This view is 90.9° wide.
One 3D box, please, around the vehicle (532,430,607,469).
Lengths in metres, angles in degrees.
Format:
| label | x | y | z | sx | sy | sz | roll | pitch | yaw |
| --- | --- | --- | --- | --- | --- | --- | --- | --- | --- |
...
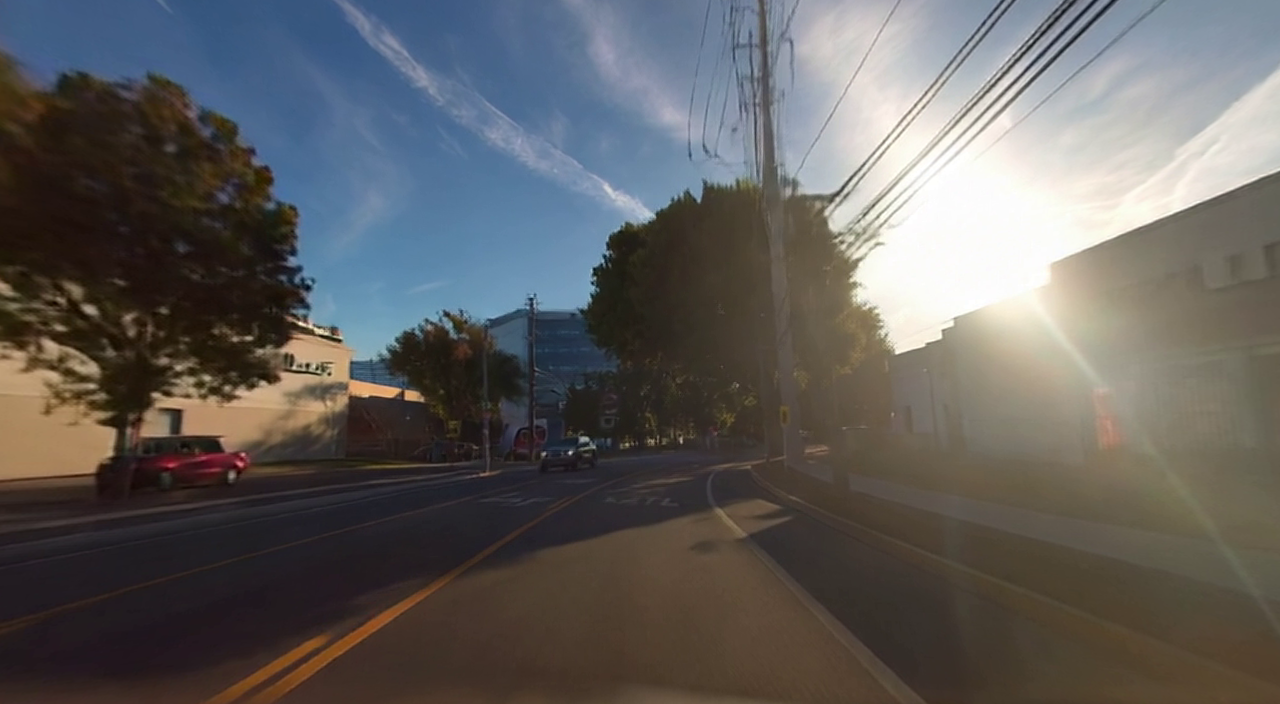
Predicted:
| label | x | y | z | sx | sy | sz | roll | pitch | yaw |
| --- | --- | --- | --- | --- | --- | --- | --- | --- | --- |
| vehicle | -3.787 | 5.394 | 35.041 | 2.490 | 1.961 | 5.553 | -2 | -8 | 12 |

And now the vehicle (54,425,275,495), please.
| label | x | y | z | sx | sy | sz | roll | pitch | yaw |
| --- | --- | --- | --- | --- | --- | --- | --- | --- | --- |
| vehicle | -16.447 | 3.848 | 22.547 | 2.502 | 2.113 | 6.488 | -1 | -10 | 4 |

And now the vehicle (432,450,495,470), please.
| label | x | y | z | sx | sy | sz | roll | pitch | yaw |
| --- | --- | --- | --- | --- | --- | --- | --- | --- | --- |
| vehicle | -13.504 | 8.245 | 48.200 | 4.513 | 1.450 | 2.078 | -6 | -9 | 31 |
